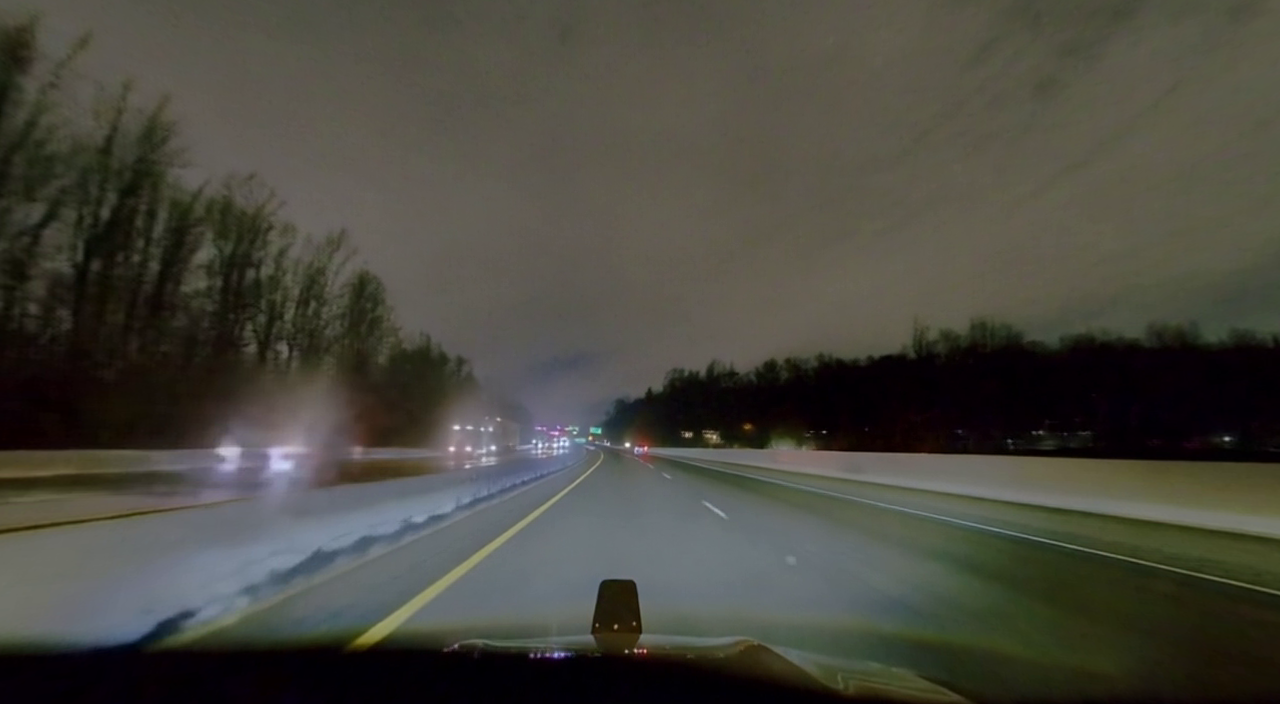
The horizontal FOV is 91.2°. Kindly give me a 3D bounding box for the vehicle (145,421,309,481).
[{"bbox_3d":[-11.938,2.919,18.547,1.953,1.574,4.212,0,-9,0],"label":"vehicle"}]
